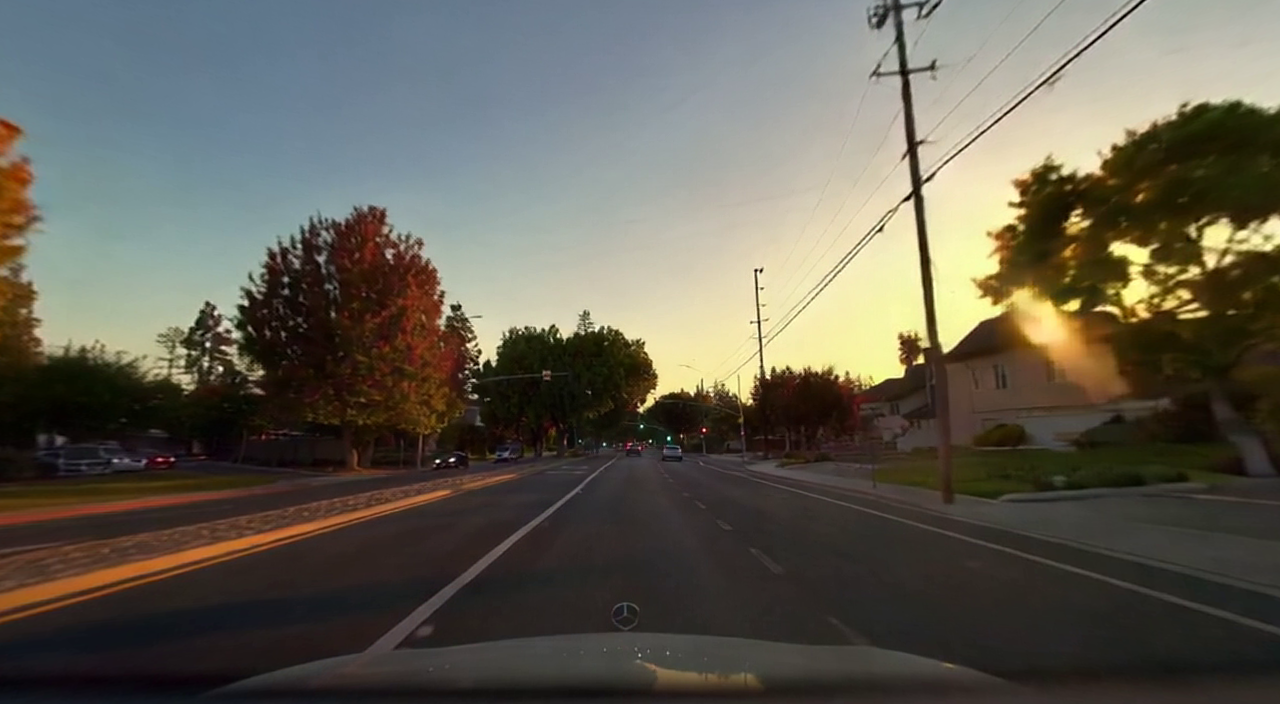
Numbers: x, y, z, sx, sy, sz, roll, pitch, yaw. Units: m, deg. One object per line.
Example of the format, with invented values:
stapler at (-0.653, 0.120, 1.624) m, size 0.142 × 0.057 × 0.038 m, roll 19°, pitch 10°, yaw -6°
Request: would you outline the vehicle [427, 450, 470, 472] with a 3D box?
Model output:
vehicle at (-14.024, 7.969, 46.483) m, size 1.888 × 1.470 × 4.282 m, roll 0°, pitch -8°, yaw 0°
